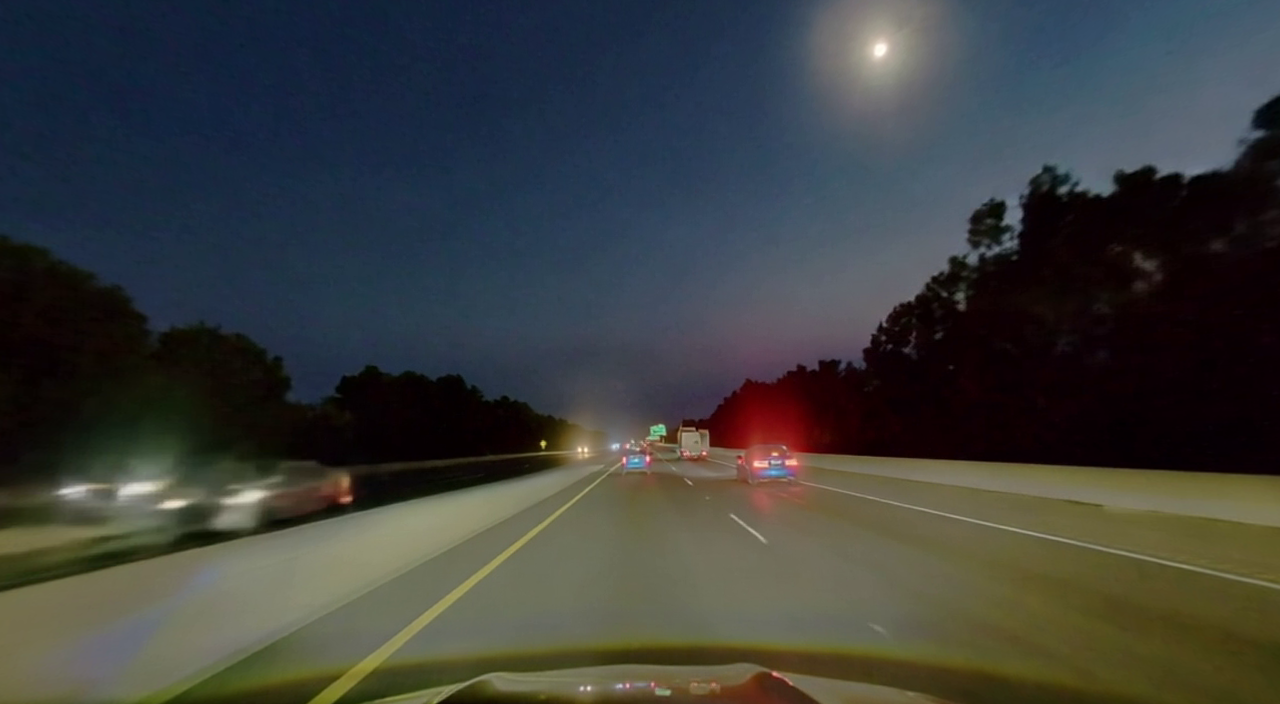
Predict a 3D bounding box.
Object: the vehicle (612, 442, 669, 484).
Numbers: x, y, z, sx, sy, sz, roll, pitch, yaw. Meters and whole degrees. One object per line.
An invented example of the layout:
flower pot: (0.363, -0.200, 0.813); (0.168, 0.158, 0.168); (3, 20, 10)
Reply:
vehicle: (0.005, 4.320, 24.600); (2.066, 1.490, 3.759); (0, -9, 0)

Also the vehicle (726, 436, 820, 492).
vehicle: (3.962, 3.425, 19.475); (1.953, 1.540, 4.101); (0, -9, -1)

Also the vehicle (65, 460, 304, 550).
vehicle: (-9.345, 3.122, 13.442); (1.912, 1.503, 4.270); (-1, -9, 0)
